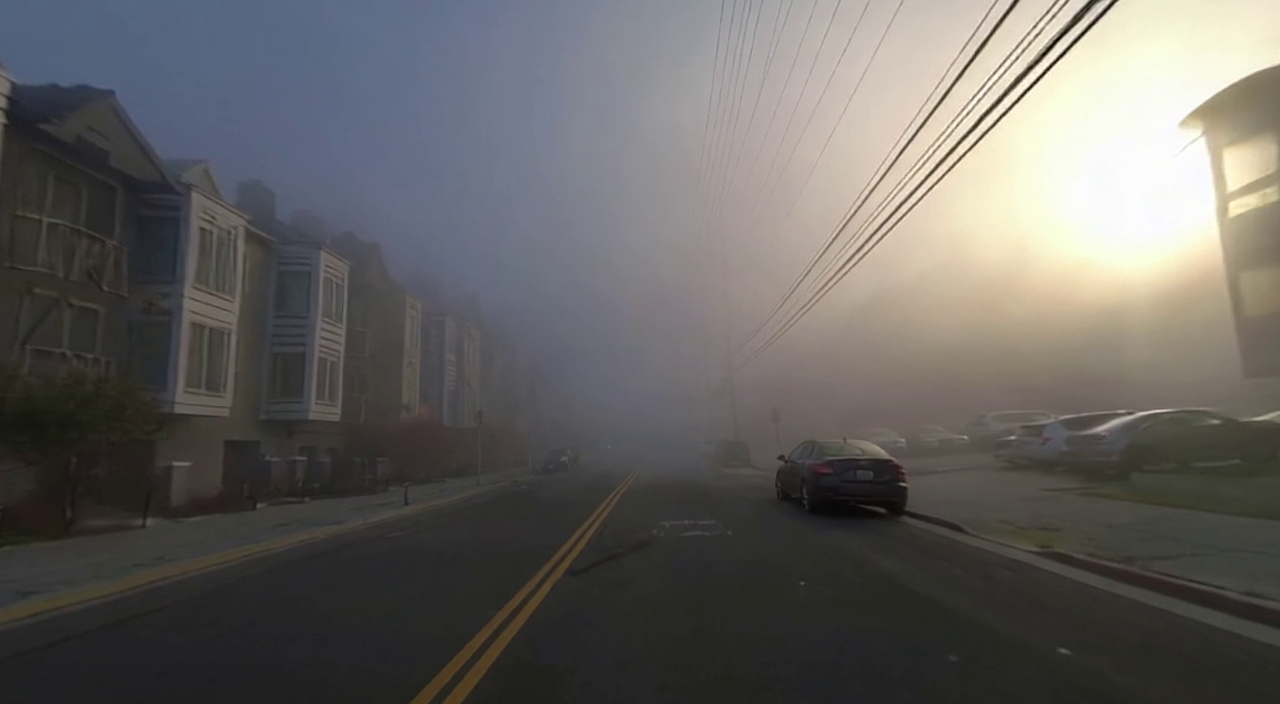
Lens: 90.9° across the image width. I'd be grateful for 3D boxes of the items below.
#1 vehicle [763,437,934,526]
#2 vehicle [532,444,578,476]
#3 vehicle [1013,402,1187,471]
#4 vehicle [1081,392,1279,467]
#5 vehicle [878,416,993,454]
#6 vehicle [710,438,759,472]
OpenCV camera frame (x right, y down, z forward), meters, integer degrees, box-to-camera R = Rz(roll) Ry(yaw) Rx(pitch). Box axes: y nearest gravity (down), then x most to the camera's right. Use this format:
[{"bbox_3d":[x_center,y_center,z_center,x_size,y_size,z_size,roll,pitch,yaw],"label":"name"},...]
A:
[{"bbox_3d":[3.912,2.482,12.844,1.928,1.440,4.738,0,-8,1],"label":"vehicle"},{"bbox_3d":[-4.833,6.181,36.433,1.913,1.672,4.267,-1,-8,2],"label":"vehicle"},{"bbox_3d":[11.092,2.099,15.556,1.801,1.491,3.488,-1,-8,5],"label":"vehicle"},{"bbox_3d":[13.278,1.929,15.416,1.997,1.546,4.370,-1,-8,4],"label":"vehicle"},{"bbox_3d":[14.008,4.022,30.210,1.897,1.659,4.648,4,-9,-28],"label":"vehicle"},{"bbox_3d":[4.682,5.173,31.821,1.914,1.591,3.892,0,-8,1],"label":"vehicle"}]
